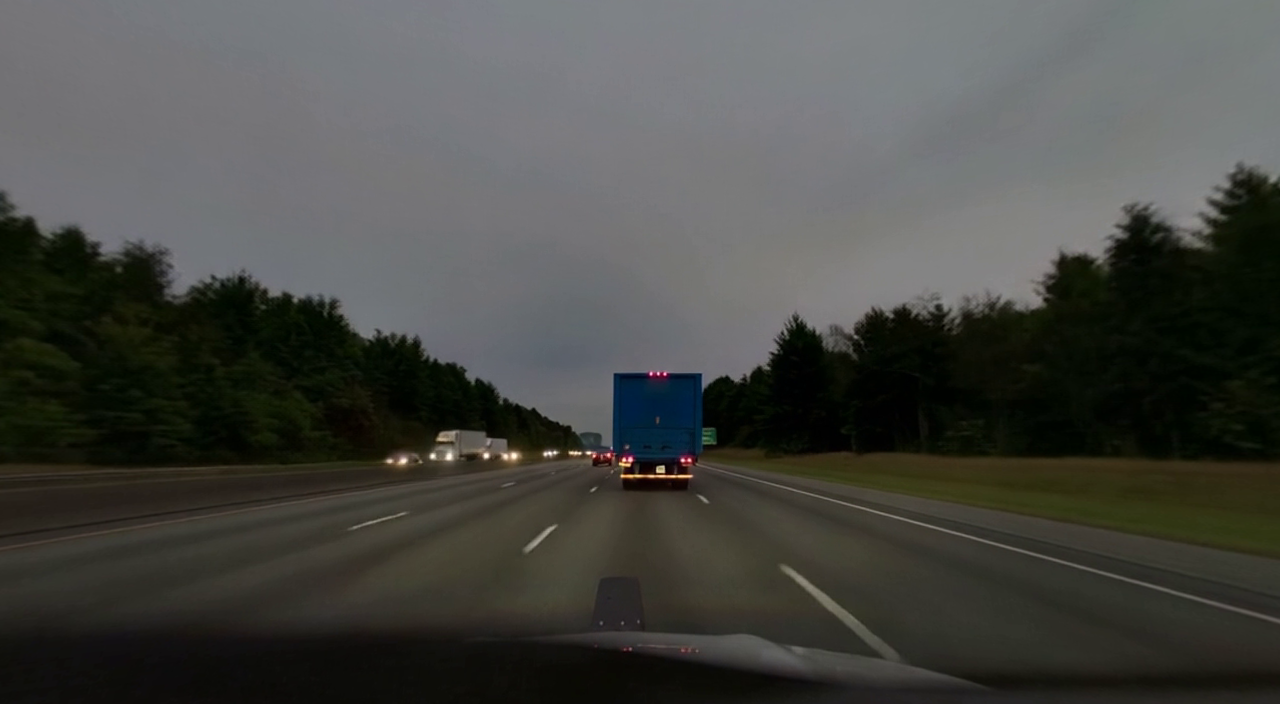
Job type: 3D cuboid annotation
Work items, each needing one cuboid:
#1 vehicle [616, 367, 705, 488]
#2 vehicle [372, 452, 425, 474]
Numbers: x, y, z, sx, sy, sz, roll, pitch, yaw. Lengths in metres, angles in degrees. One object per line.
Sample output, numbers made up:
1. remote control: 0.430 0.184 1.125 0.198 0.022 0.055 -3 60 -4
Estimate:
1. vehicle: 0.639 3.241 25.765 2.898 3.973 10.063 0 -9 0
2. vehicle: -16.677 7.647 43.733 1.901 1.420 4.320 0 -9 0
